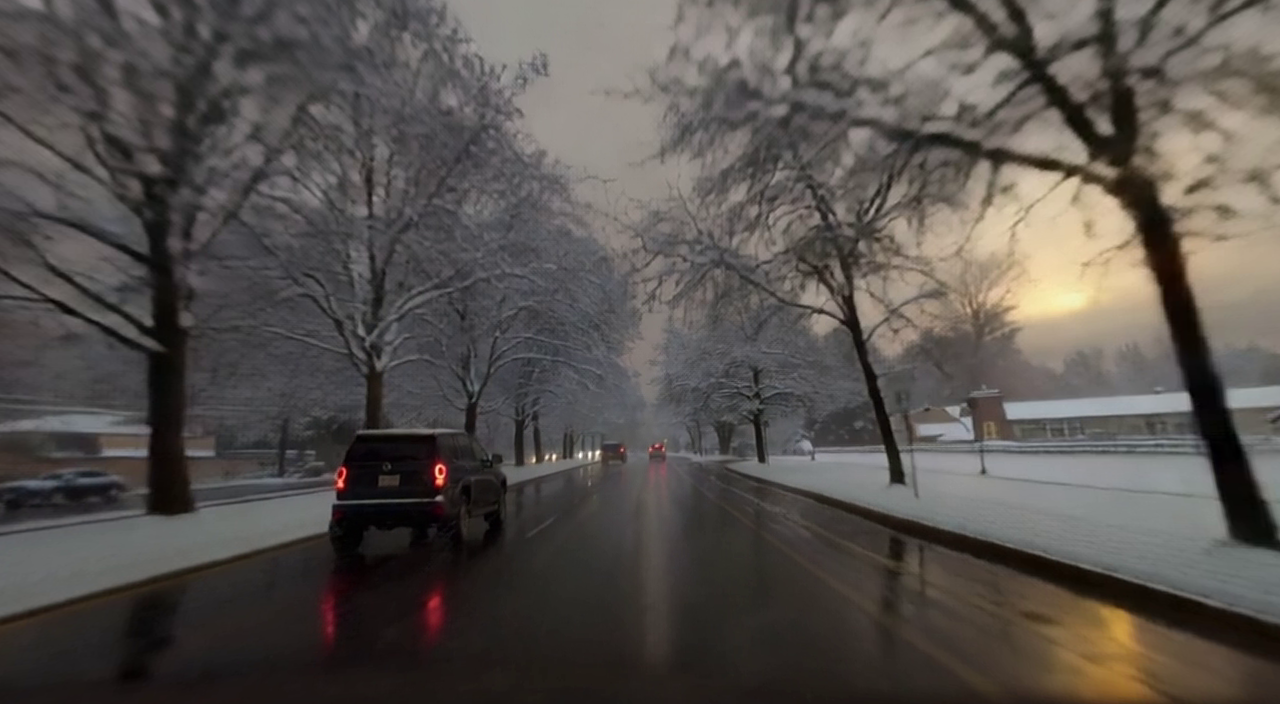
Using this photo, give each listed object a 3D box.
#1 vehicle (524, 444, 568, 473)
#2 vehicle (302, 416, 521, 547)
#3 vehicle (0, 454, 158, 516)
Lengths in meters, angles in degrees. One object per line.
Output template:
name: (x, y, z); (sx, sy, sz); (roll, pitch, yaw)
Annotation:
vehicle: (-5.820, 6.645, 39.540); (1.985, 1.708, 4.310); (-1, -9, 2)
vehicle: (-3.528, 2.088, 10.814); (2.123, 1.761, 4.322); (0, -9, 0)
vehicle: (-22.336, 5.020, 24.517); (2.259, 1.943, 5.934); (0, -8, 2)
